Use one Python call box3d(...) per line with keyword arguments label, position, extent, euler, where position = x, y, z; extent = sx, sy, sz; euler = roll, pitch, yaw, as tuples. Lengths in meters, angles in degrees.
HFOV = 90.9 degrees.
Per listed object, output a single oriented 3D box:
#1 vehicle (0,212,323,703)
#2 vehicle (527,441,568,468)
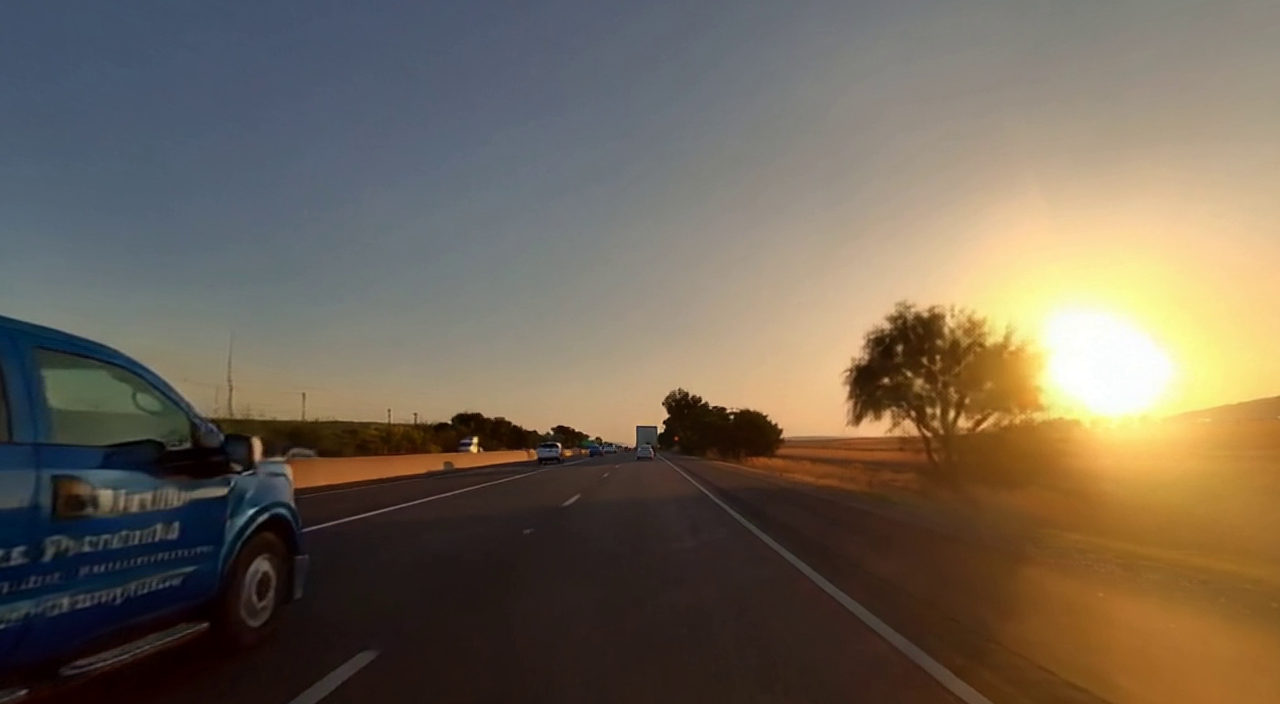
box3d(label="vehicle", position=(-3.796, 0.495, 1.246), extent=(2.791, 2.330, 6.725), euler=(0, -8, 0))
box3d(label="vehicle", position=(-6.758, 7.523, 46.533), extent=(2.193, 1.866, 4.807), euler=(0, -8, 1))
